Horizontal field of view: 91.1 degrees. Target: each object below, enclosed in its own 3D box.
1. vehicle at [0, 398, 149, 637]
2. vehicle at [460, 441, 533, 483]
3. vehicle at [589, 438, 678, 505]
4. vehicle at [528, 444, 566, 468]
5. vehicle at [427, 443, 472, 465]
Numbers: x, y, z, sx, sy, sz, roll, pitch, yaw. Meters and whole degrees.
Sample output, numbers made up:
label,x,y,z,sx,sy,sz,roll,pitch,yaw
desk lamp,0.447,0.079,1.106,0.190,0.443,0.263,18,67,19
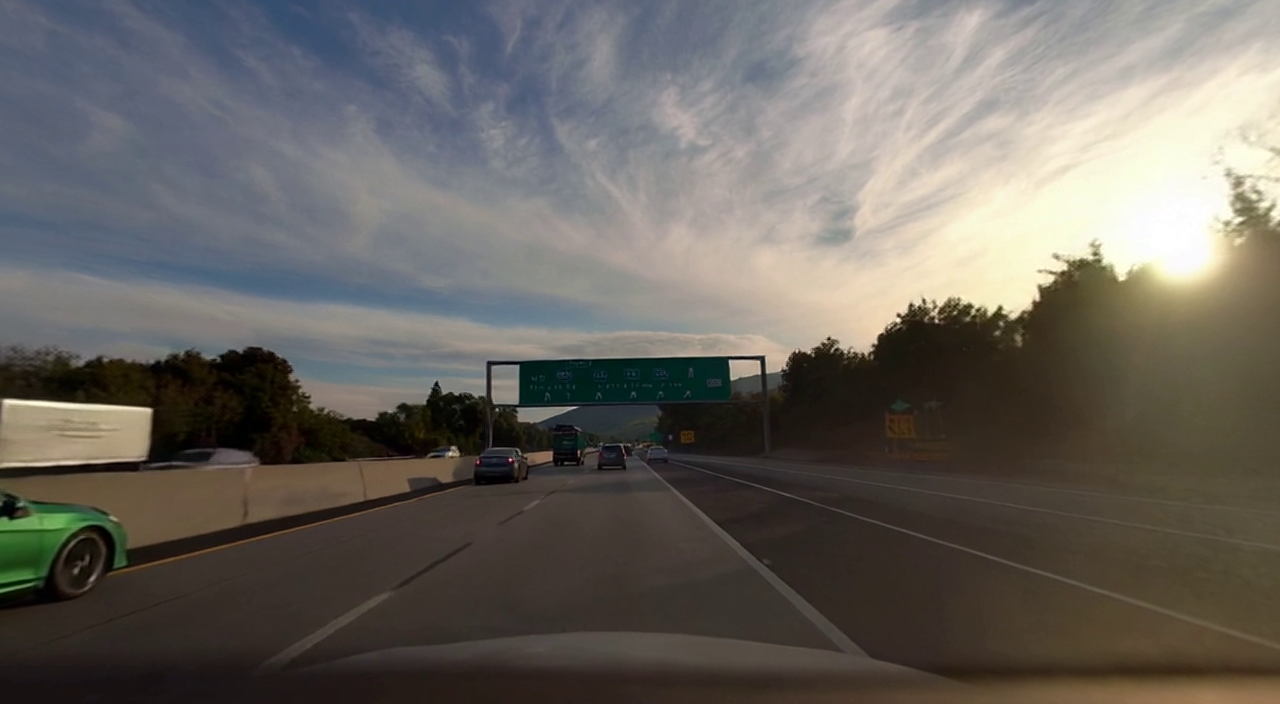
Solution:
label,x,y,z,sx,sy,sz,roll,pitch,yaw
vehicle,-5.398,1.019,3.511,2.058,1.626,4.118,0,-9,-2
vehicle,-5.509,4.263,24.667,1.892,1.481,4.180,0,-9,-1
vehicle,-0.182,2.892,15.578,1.940,1.451,3.512,0,-9,-1
vehicle,-5.809,6.549,39.720,1.814,1.417,3.860,0,-9,0
vehicle,-14.645,7.850,48.616,2.121,1.609,4.678,0,-9,-1
